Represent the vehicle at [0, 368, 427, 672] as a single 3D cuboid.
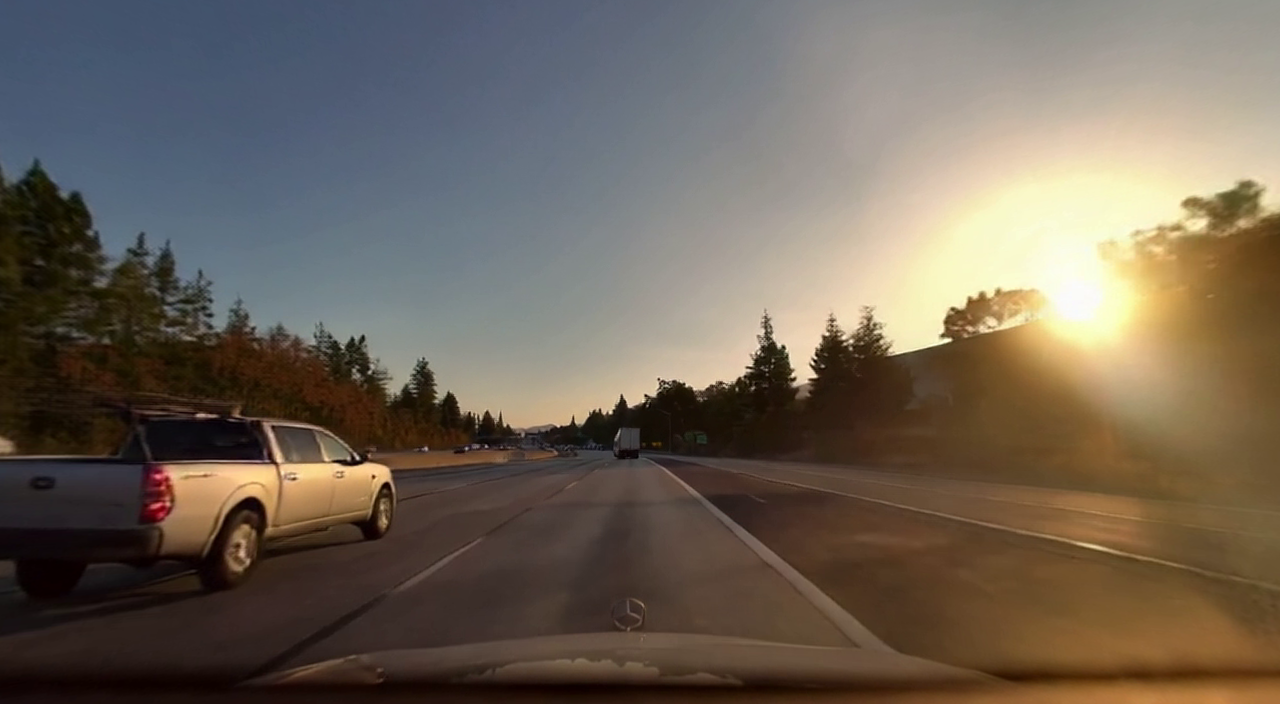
[{"bbox_3d":[-4.179,1.336,6.215,2.316,1.731,5.126,0,-9,0],"label":"vehicle"}]
